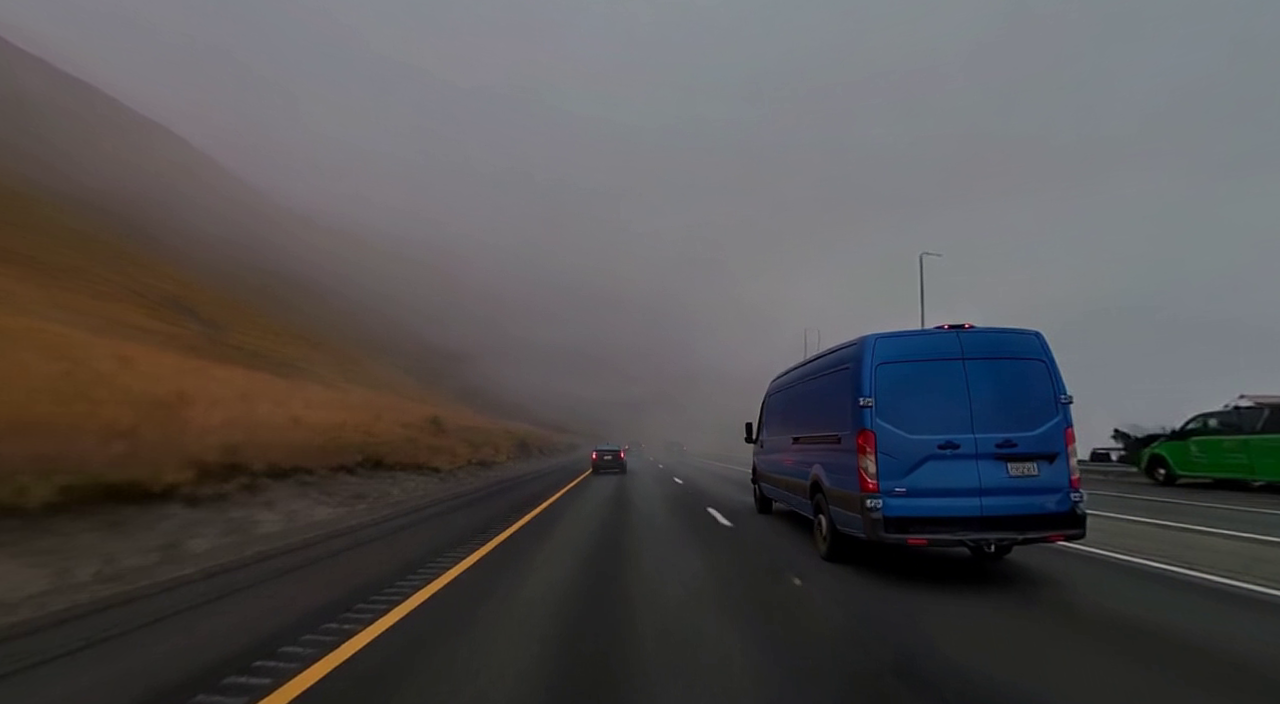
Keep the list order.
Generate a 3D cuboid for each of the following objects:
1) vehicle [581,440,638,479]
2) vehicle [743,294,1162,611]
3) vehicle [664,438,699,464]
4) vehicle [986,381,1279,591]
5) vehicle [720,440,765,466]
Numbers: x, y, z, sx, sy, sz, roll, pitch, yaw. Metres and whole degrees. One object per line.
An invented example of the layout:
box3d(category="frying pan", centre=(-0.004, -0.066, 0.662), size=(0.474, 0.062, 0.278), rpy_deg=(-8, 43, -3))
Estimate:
box3d(category="vehicle", centre=(-1.143, 4.298, 25.508), size=(2.082, 1.445, 3.826), rpy_deg=(0, -8, 0))
box3d(category="vehicle", centre=(3.039, 1.224, 8.164), size=(2.365, 2.630, 5.754), rpy_deg=(0, -8, -1))
box3d(category="vehicle", centre=(2.898, 7.103, 45.449), size=(2.108, 1.717, 3.996), rpy_deg=(0, -8, -2))
box3d(category="vehicle", centre=(6.634, 1.408, 7.100), size=(2.070, 1.833, 5.811), rpy_deg=(0, -8, -1))
box3d(category="vehicle", centre=(6.360, 6.359, 39.786), size=(1.958, 1.514, 4.930), rpy_deg=(0, -8, -1))
